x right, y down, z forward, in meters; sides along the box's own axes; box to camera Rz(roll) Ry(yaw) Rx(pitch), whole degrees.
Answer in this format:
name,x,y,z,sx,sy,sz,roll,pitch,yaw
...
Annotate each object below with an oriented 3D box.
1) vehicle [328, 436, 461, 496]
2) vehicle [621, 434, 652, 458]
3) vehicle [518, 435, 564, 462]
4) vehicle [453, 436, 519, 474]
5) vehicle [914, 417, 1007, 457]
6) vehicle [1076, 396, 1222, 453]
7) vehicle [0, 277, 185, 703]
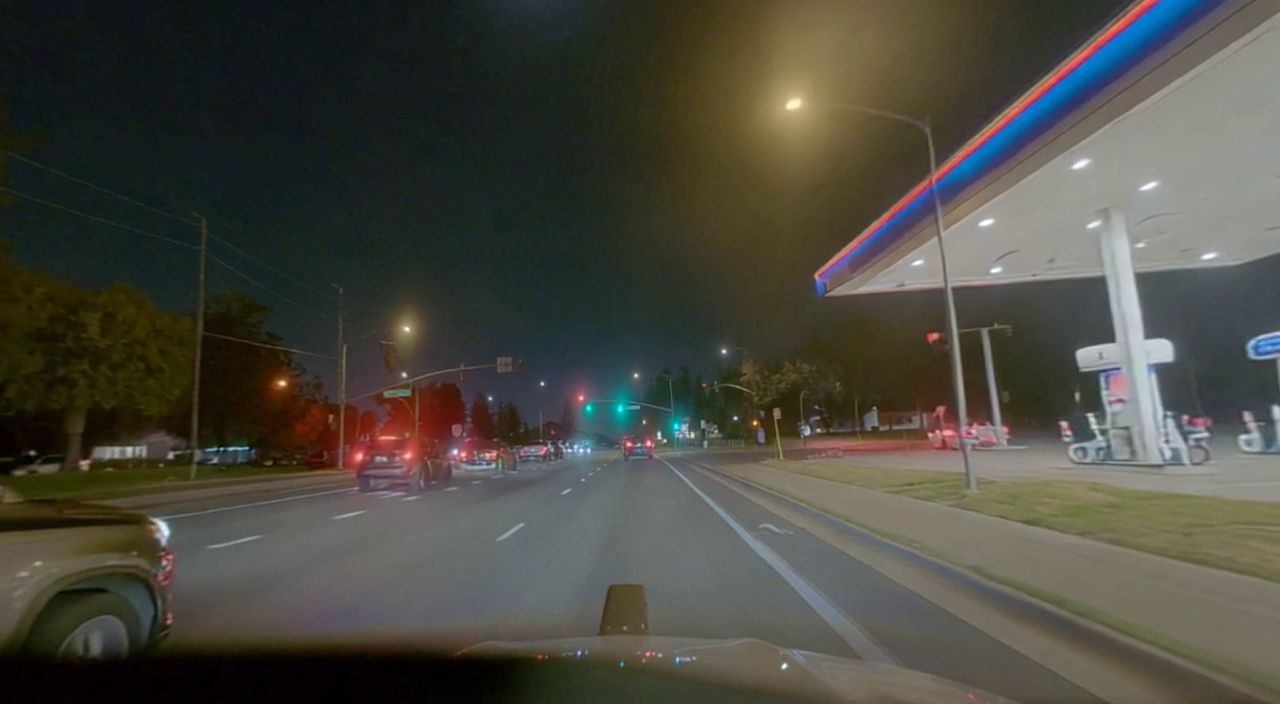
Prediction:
name,x,y,z,sx,sy,sz,roll,pitch,yaw
vehicle,-6.730,3.142,17.874,1.960,1.468,4.345,0,-8,1
vehicle,-0.245,7.043,47.449,2.211,1.717,4.379,0,-8,1
vehicle,-6.326,6.257,40.852,2.130,1.636,4.427,0,-8,2
vehicle,-6.733,4.527,27.995,1.804,1.513,4.191,0,-8,1
vehicle,15.924,4.290,31.642,2.116,1.849,4.806,0,-8,0
vehicle,23.640,3.486,29.708,2.314,2.302,5.730,-4,-8,5
vehicle,-3.261,0.445,0.506,2.190,1.844,4.751,0,-8,0
